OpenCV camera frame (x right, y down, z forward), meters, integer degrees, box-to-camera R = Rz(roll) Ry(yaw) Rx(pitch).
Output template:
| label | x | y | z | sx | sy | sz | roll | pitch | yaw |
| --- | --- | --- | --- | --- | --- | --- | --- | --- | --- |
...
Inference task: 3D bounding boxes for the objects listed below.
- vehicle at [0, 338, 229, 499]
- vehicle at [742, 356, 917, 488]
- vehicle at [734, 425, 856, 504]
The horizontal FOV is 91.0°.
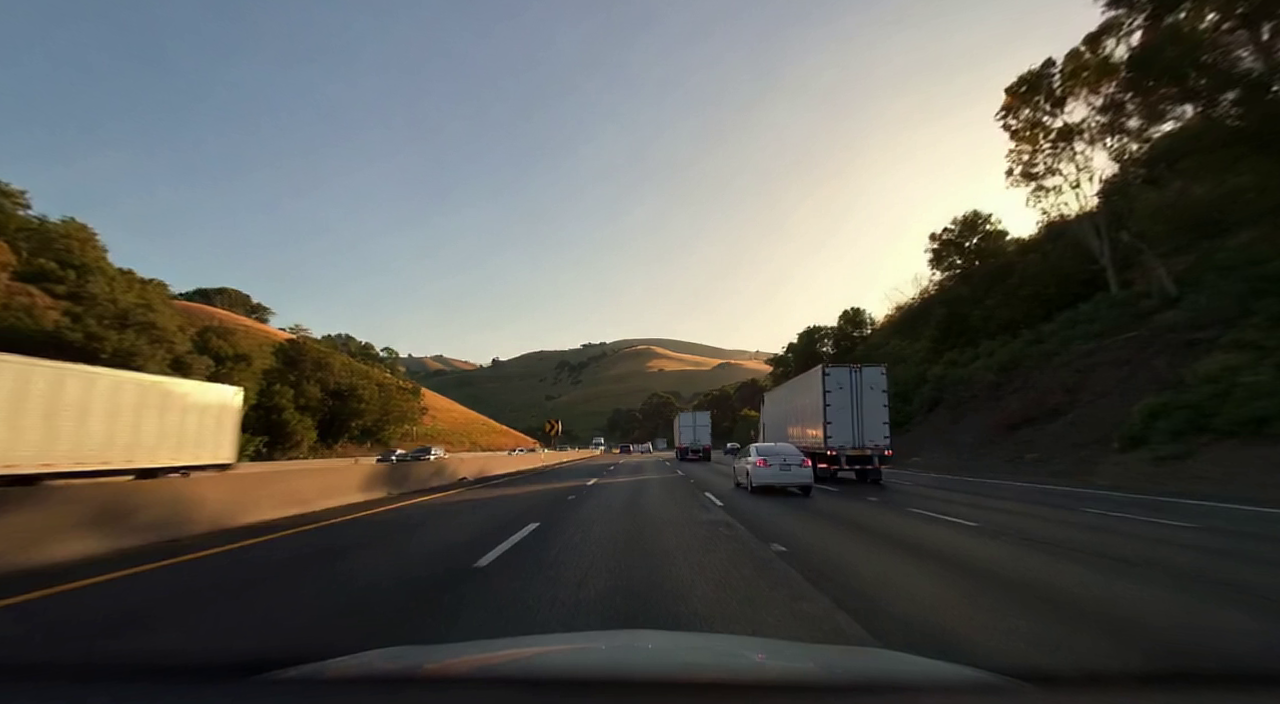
| label | x | y | z | sx | sy | sz | roll | pitch | yaw |
| --- | --- | --- | --- | --- | --- | --- | --- | --- | --- |
| vehicle | -16.917 | 1.886 | 17.079 | 2.841 | 3.835 | 12.769 | 0 | -9 | 0 |
| vehicle | 7.323 | 3.415 | 28.143 | 2.947 | 4.199 | 16.175 | 0 | -9 | 1 |
| vehicle | 3.796 | 2.852 | 16.308 | 2.055 | 1.737 | 4.224 | 0 | -9 | 0 |
